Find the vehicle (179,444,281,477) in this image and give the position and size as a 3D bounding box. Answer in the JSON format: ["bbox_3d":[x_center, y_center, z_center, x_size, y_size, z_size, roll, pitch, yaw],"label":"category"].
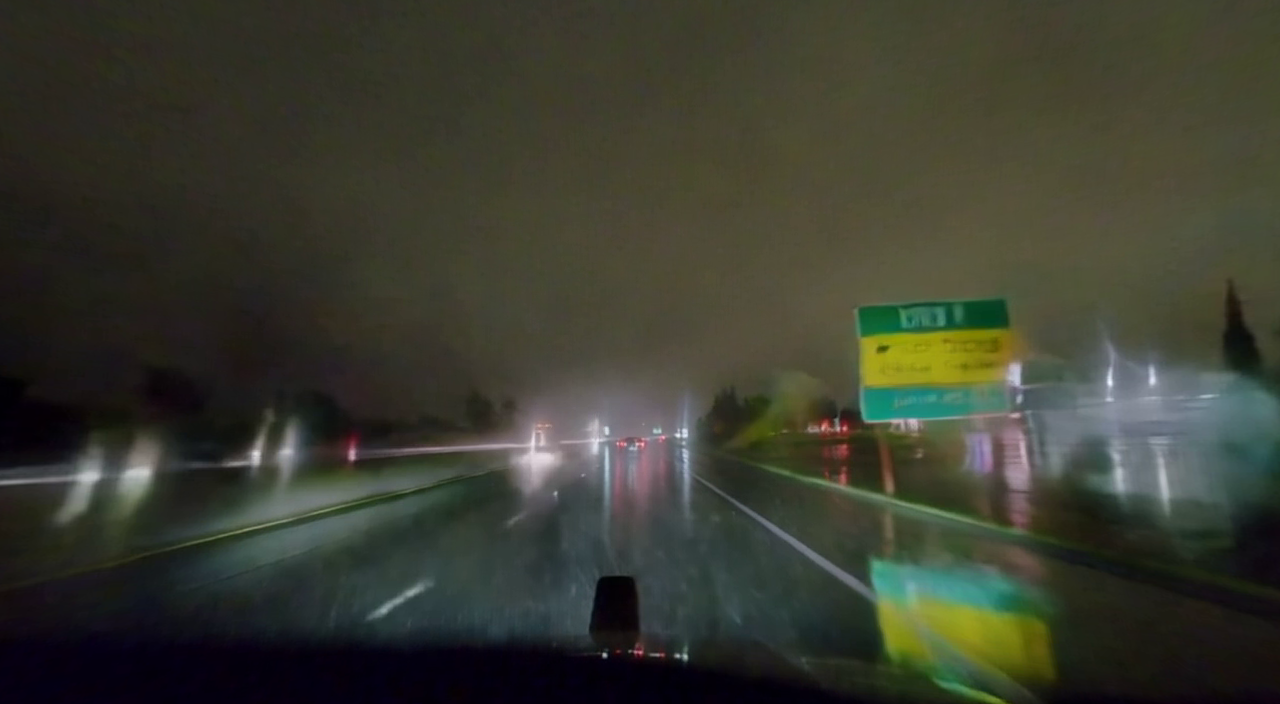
[{"bbox_3d":[-20.103,5.324,31.172,1.982,1.457,4.609,0,-8,0],"label":"vehicle"}]

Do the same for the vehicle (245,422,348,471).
[{"bbox_3d":[-20.120,5.563,37.277,2.564,2.639,6.046,-1,-8,1],"label":"vehicle"}]
